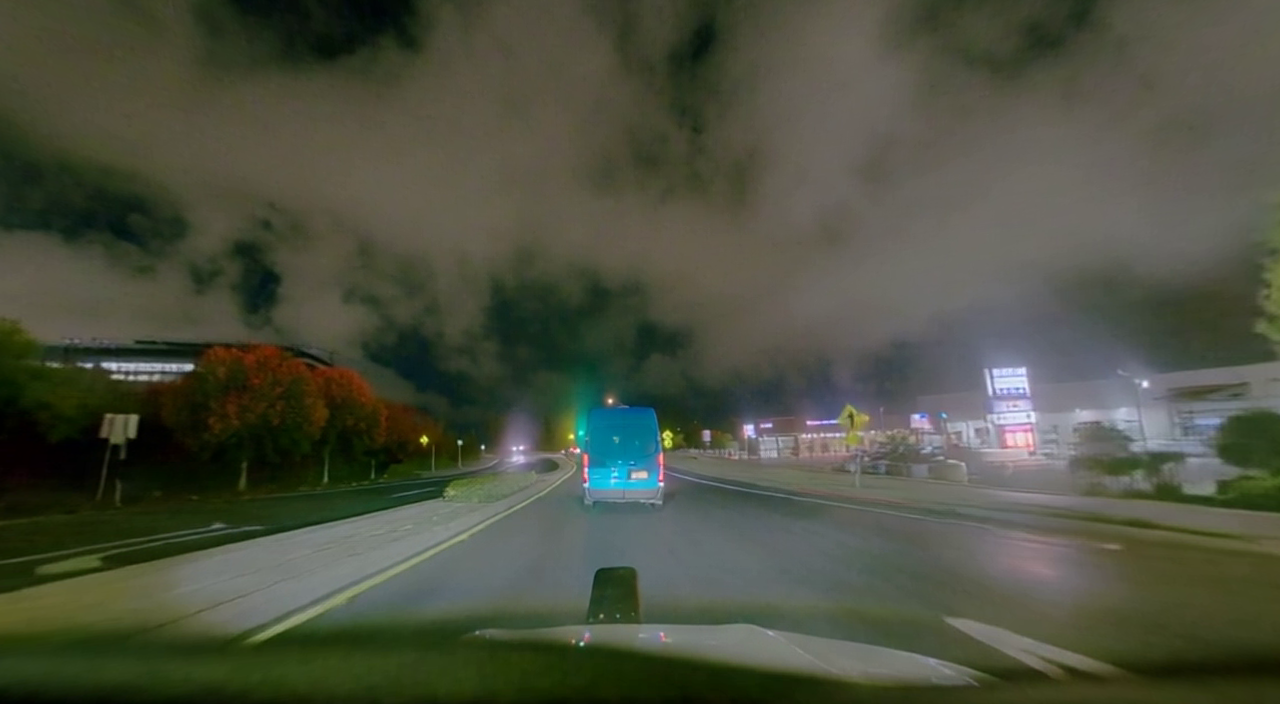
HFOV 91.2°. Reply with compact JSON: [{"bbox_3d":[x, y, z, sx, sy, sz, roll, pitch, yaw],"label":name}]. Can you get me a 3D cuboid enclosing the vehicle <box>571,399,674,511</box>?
[{"bbox_3d":[-0.667,2.893,17.832,2.432,2.624,5.670,0,-9,-5],"label":"vehicle"}]
